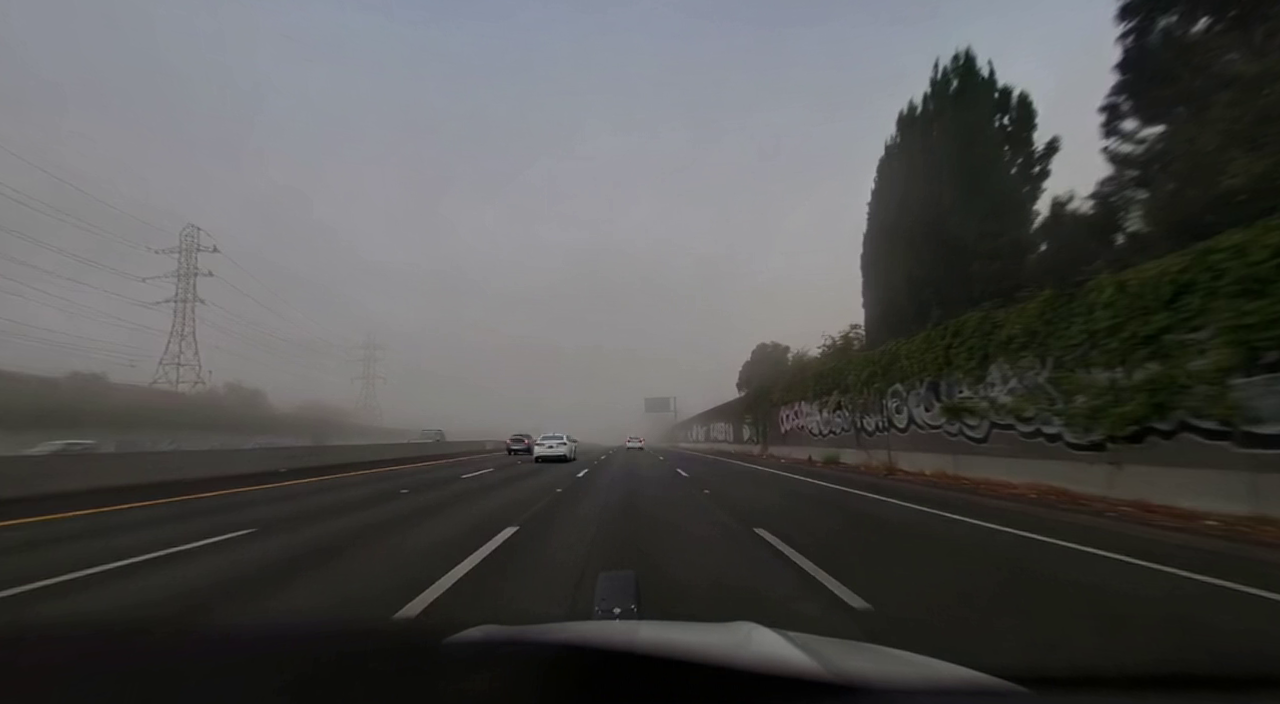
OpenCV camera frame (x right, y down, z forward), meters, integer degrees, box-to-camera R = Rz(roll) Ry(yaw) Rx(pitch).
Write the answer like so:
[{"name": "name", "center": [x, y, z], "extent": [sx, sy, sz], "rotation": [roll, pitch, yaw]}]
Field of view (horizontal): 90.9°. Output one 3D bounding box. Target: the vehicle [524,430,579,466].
[{"name": "vehicle", "center": [-4.254, 4.660, 30.881], "extent": [2.118, 1.640, 4.031], "rotation": [0, -8, 0]}]

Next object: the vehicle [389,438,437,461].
[{"name": "vehicle", "center": [-16.107, 6.878, 44.882], "extent": [1.929, 1.531, 4.100], "rotation": [0, -8, 0]}]

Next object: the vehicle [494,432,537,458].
[{"name": "vehicle", "center": [-8.185, 6.137, 41.764], "extent": [2.033, 1.615, 4.168], "rotation": [0, -8, 0]}]
